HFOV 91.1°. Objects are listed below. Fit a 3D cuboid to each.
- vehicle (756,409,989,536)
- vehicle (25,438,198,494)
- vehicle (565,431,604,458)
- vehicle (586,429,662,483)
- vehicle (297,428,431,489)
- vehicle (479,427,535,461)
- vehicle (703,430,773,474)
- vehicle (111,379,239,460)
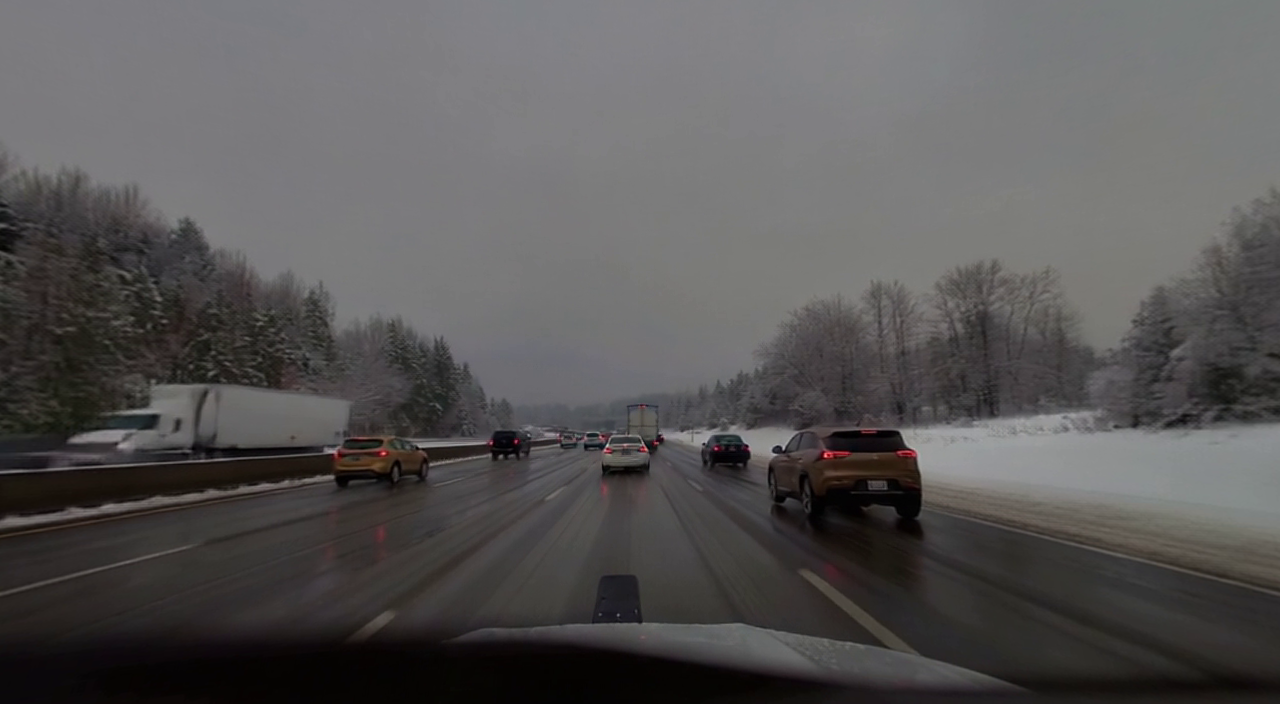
[{"bbox_3d":[3.450,1.867,10.433,2.095,1.650,4.331,0,-8,-2],"label":"vehicle"},{"bbox_3d":[-15.411,3.288,18.651,1.775,1.463,3.812,0,-8,1],"label":"vehicle"},{"bbox_3d":[-3.531,5.986,40.874,2.064,1.672,4.277,0,-8,1],"label":"vehicle"},{"bbox_3d":[-0.482,3.181,19.655,2.111,1.494,4.364,0,-8,-1],"label":"vehicle"},{"bbox_3d":[-7.567,2.930,17.707,1.934,1.526,3.966,0,-8,0],"label":"vehicle"},{"bbox_3d":[-7.457,5.217,35.762,2.117,1.779,4.745,0,-8,1],"label":"vehicle"},{"bbox_3d":[3.694,3.826,24.456,1.972,1.516,4.514,0,-8,0],"label":"vehicle"},{"bbox_3d":[-22.959,3.394,31.314,3.144,3.727,3.852,0,-7,0],"label":"vehicle"}]
